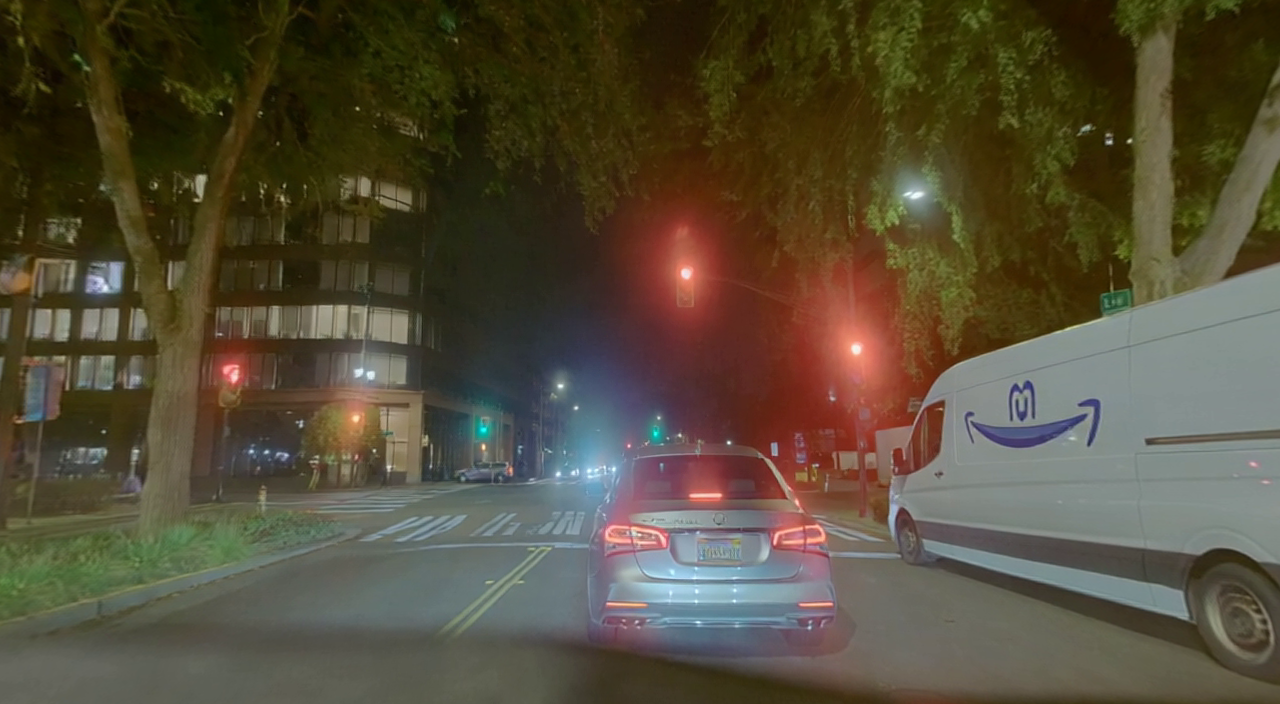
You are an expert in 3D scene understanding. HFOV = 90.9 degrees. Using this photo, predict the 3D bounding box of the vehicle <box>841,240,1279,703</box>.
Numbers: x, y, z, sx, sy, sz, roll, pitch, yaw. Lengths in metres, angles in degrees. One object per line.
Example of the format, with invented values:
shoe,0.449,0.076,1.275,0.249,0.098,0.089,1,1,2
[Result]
vehicle,2.851,0.890,2.910,2.054,1.965,5.248,1,-11,-1

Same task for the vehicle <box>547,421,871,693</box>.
vehicle,0.379,1.587,5.726,1.961,1.629,3.610,1,-10,-2
